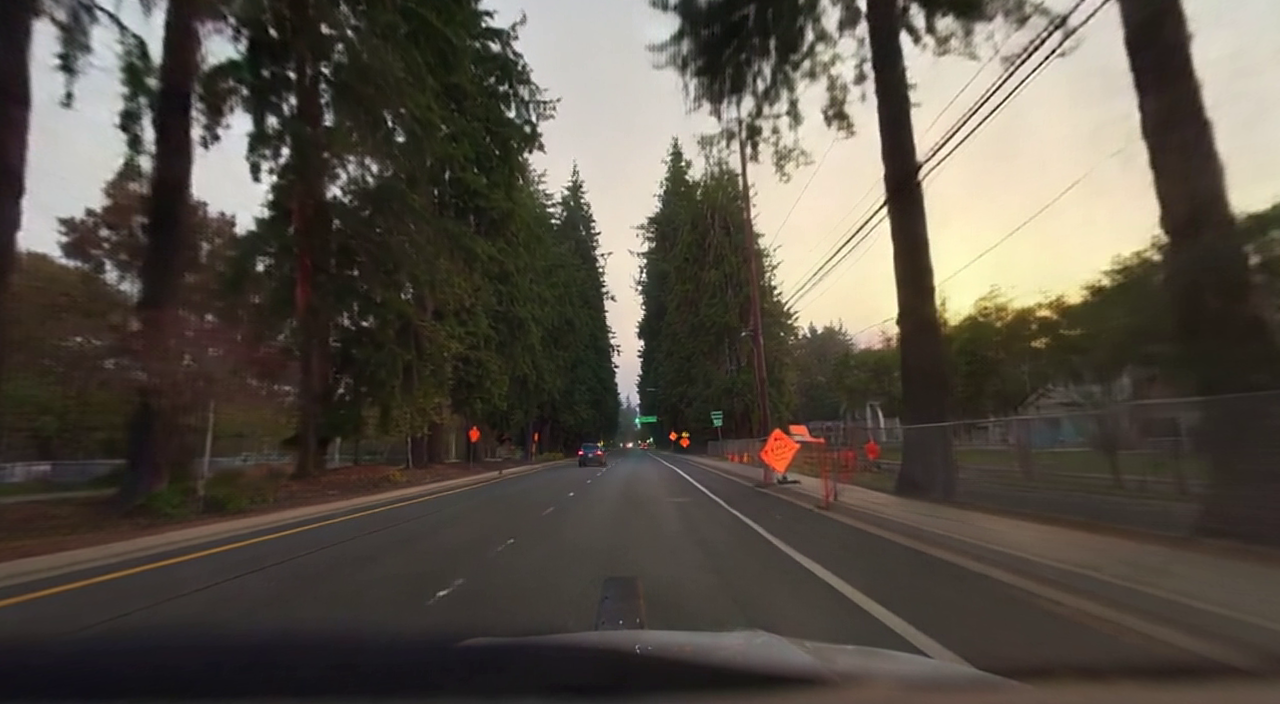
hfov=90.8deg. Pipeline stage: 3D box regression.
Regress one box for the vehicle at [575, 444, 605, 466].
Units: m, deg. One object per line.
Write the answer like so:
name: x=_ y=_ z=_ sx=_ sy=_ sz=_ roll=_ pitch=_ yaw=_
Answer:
vehicle: x=-3.828 y=7.971 z=49.149 sx=1.992 sy=1.608 sz=3.868 roll=0 pitch=-9 yaw=1
